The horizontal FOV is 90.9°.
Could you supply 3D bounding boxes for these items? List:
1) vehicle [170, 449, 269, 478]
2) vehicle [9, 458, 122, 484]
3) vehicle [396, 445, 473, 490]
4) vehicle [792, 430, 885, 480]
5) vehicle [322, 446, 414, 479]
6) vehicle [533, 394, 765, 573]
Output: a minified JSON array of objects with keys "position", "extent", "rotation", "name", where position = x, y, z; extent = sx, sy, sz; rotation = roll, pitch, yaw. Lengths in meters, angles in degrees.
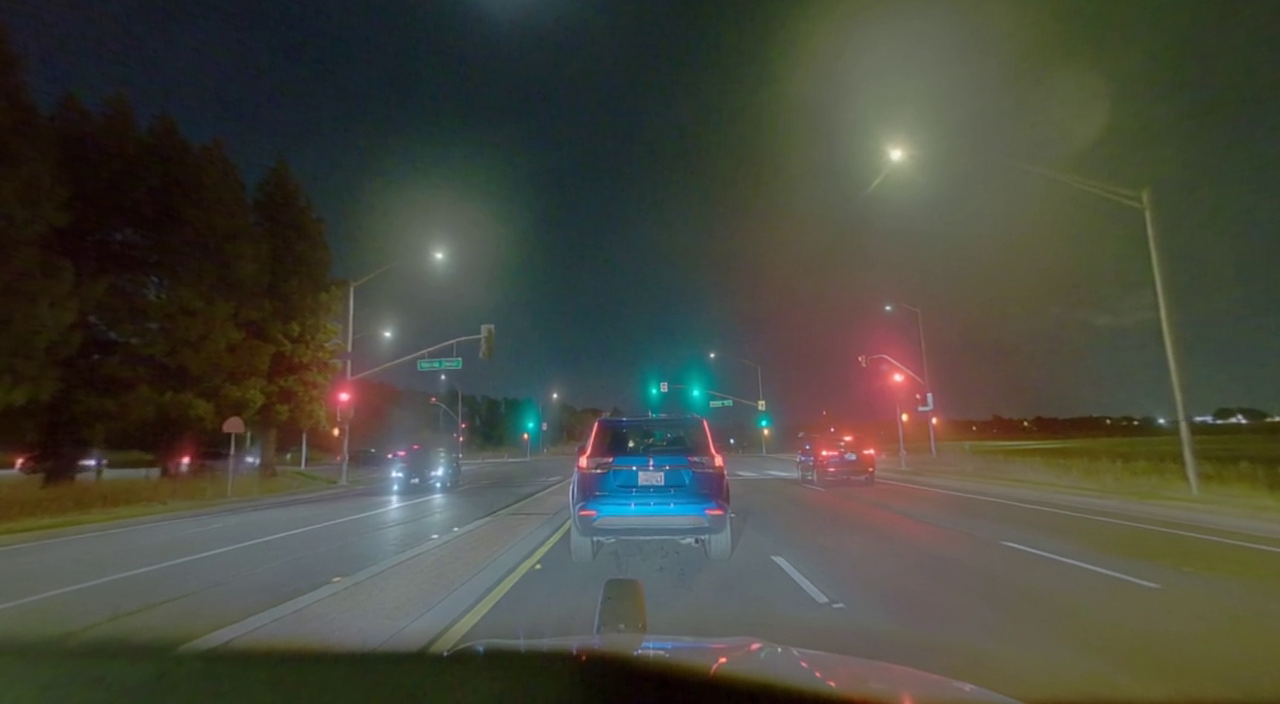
[{"position":[-25.344,6.721,38.063],"extent":[4.608,1.680,2.026],"rotation":[-1,-8,5],"name":"vehicle"},{"position":[-34.044,7.043,37.470],"extent":[4.559,1.458,2.265],"rotation":[0,-8,1],"name":"vehicle"},{"position":[-7.699,4.235,23.623],"extent":[2.425,1.480,4.707],"rotation":[3,-9,-18],"name":"vehicle"},{"position":[7.162,3.770,23.280],"extent":[2.012,1.636,4.352],"rotation":[0,-8,0],"name":"vehicle"},{"position":[-14.632,5.888,33.890],"extent":[4.510,1.606,2.192],"rotation":[-5,-10,29],"name":"vehicle"},{"position":[0.081,1.615,8.425],"extent":[2.298,1.770,4.138],"rotation":[0,-8,0],"name":"vehicle"}]
